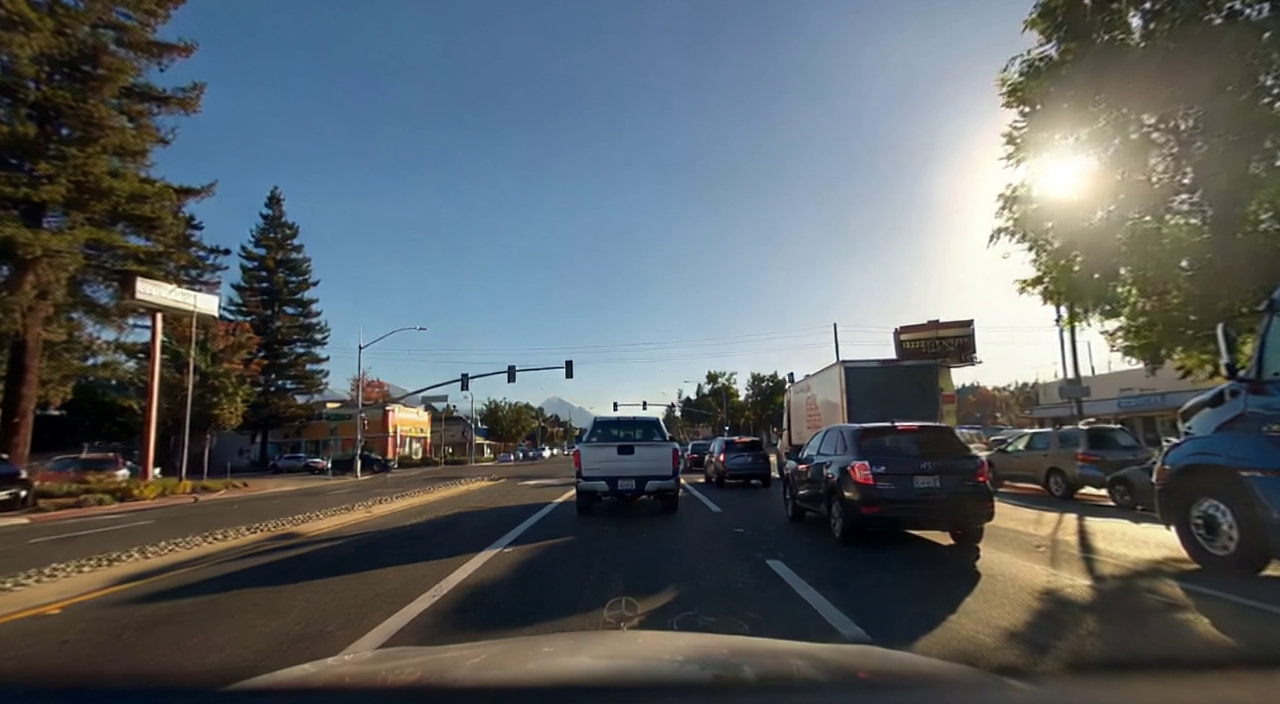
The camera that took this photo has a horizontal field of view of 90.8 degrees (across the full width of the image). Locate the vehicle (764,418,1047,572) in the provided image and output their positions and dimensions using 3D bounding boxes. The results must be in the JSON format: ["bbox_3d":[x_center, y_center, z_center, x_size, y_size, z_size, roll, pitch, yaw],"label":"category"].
[{"bbox_3d":[3.264,1.871,9.136,1.905,1.587,4.998,0,-9,0],"label":"vehicle"}]

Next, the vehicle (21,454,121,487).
[{"bbox_3d":[-28.587,5.934,31.918,1.730,1.534,3.922,1,-9,-7],"label":"vehicle"}]

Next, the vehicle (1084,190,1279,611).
[{"bbox_3d":[6.510,0.126,3.343,2.802,3.322,7.429,0,-9,0],"label":"vehicle"}]

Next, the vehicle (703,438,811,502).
[{"bbox_3d":[2.996,3.128,17.168,1.922,1.483,4.436,0,-9,-2],"label":"vehicle"}]

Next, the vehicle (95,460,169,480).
[{"bbox_3d":[-38.216,8.874,47.567,4.150,1.474,1.826,-1,-9,8],"label":"vehicle"}]

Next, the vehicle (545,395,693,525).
[{"bbox_3d":[-0.388,2.220,13.343,2.499,2.183,5.111,0,-9,-1],"label":"vehicle"}]
